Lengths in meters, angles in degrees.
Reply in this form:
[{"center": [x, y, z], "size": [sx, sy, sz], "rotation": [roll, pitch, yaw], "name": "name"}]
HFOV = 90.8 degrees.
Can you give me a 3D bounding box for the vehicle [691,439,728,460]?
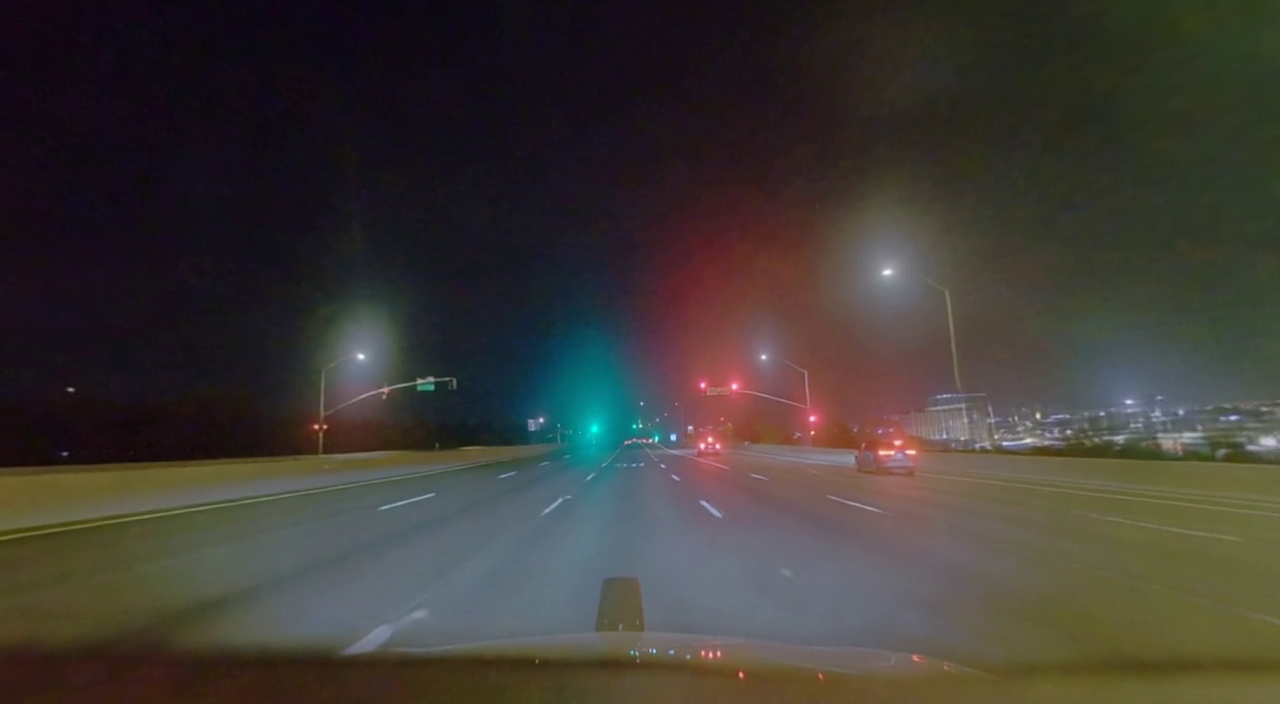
[{"center": [5.118, 7.315, 47.253], "size": [2.187, 1.475, 4.529], "rotation": [0, -9, -1], "name": "vehicle"}]
